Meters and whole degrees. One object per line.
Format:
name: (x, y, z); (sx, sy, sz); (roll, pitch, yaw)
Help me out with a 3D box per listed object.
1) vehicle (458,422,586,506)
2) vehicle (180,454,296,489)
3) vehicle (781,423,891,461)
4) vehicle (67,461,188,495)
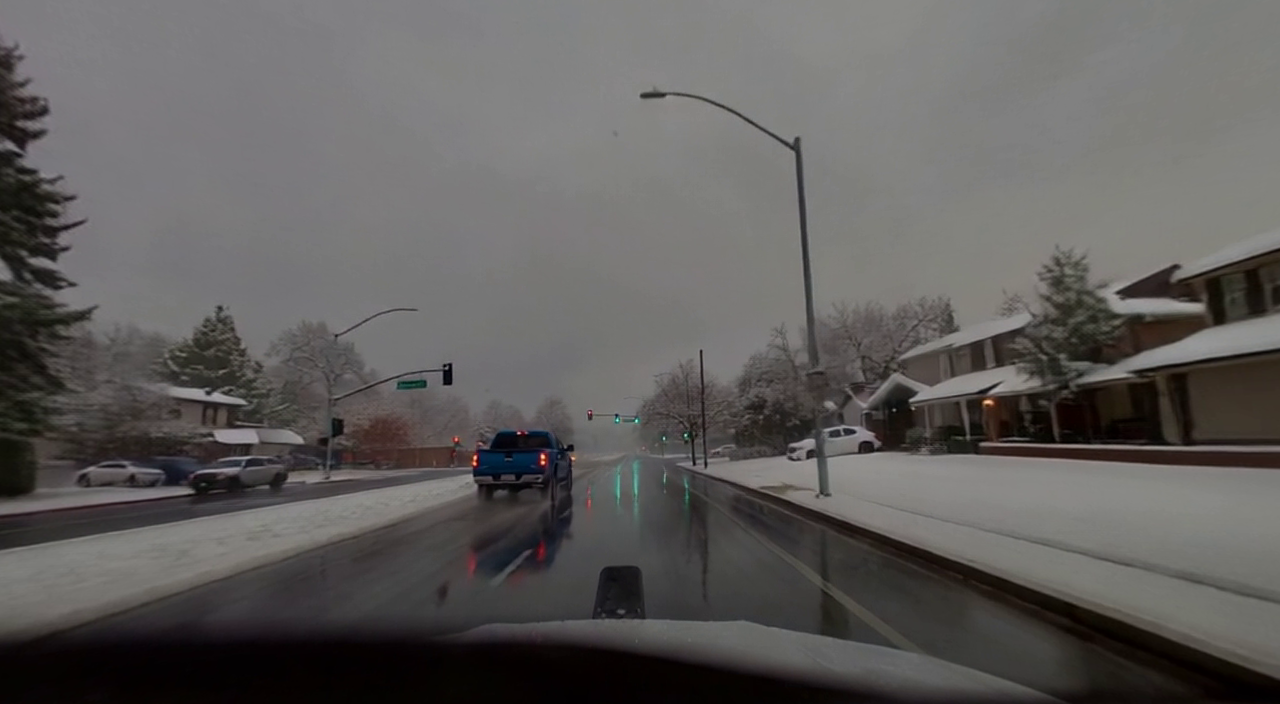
vehicle: (-3.140, 3.191, 18.412); (2.508, 2.001, 5.880); (-1, -9, 1)
vehicle: (-21.228, 6.316, 33.528); (4.669, 1.745, 2.156); (-1, -9, 1)
vehicle: (10.089, 4.690, 32.785); (4.882, 1.839, 2.243); (1, -9, -6)
vehicle: (-26.867, 6.598, 33.250); (4.497, 1.634, 1.991); (0, -9, -3)
